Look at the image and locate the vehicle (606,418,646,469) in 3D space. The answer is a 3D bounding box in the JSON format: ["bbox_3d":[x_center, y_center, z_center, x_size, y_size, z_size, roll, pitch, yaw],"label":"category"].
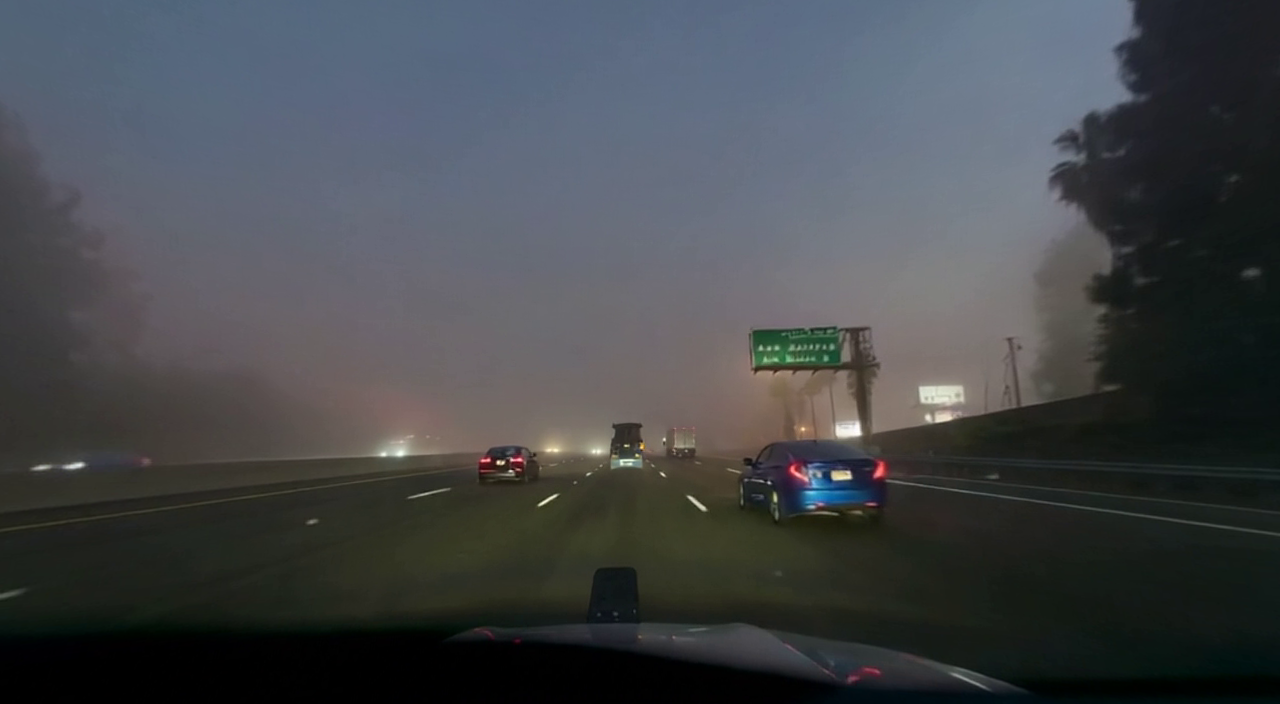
[{"bbox_3d":[-0.949,5.828,40.356,2.364,2.953,6.495,0,-8,-2],"label":"vehicle"}]

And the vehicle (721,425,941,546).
[{"bbox_3d":[2.876,2.133,10.846,2.175,1.598,4.584,0,-9,-2],"label":"vehicle"}]

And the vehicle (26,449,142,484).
[{"bbox_3d":[-32.025,6.576,36.636,2.151,1.871,4.979,0,-9,0],"label":"vehicle"}]

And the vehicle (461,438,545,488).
[{"bbox_3d":[-4.859,4.003,23.171,2.021,1.598,4.887,0,-9,-1],"label":"vehicle"}]
